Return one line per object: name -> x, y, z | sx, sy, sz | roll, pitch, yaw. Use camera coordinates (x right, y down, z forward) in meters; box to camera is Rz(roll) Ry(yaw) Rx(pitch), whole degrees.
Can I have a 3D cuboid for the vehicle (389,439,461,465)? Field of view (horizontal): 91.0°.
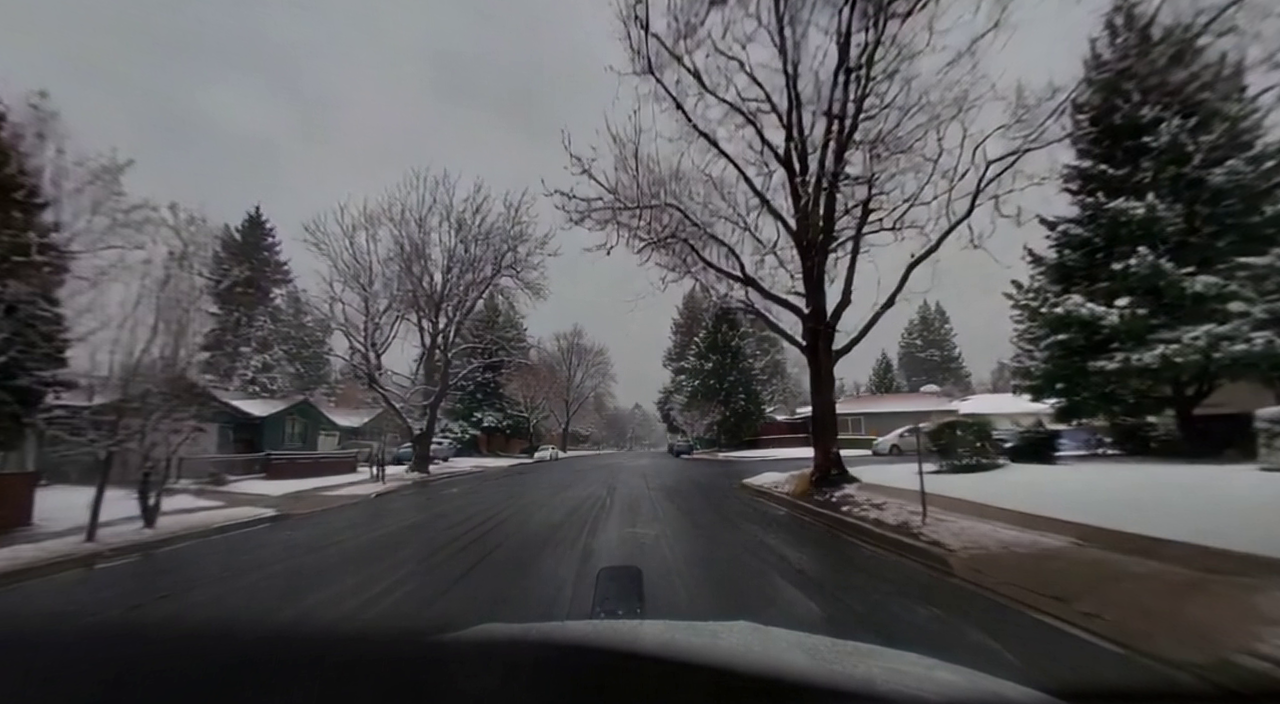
vehicle -> -16.013, 7.469, 47.079 | 4.683, 1.849, 2.044 | 1, -9, -4
